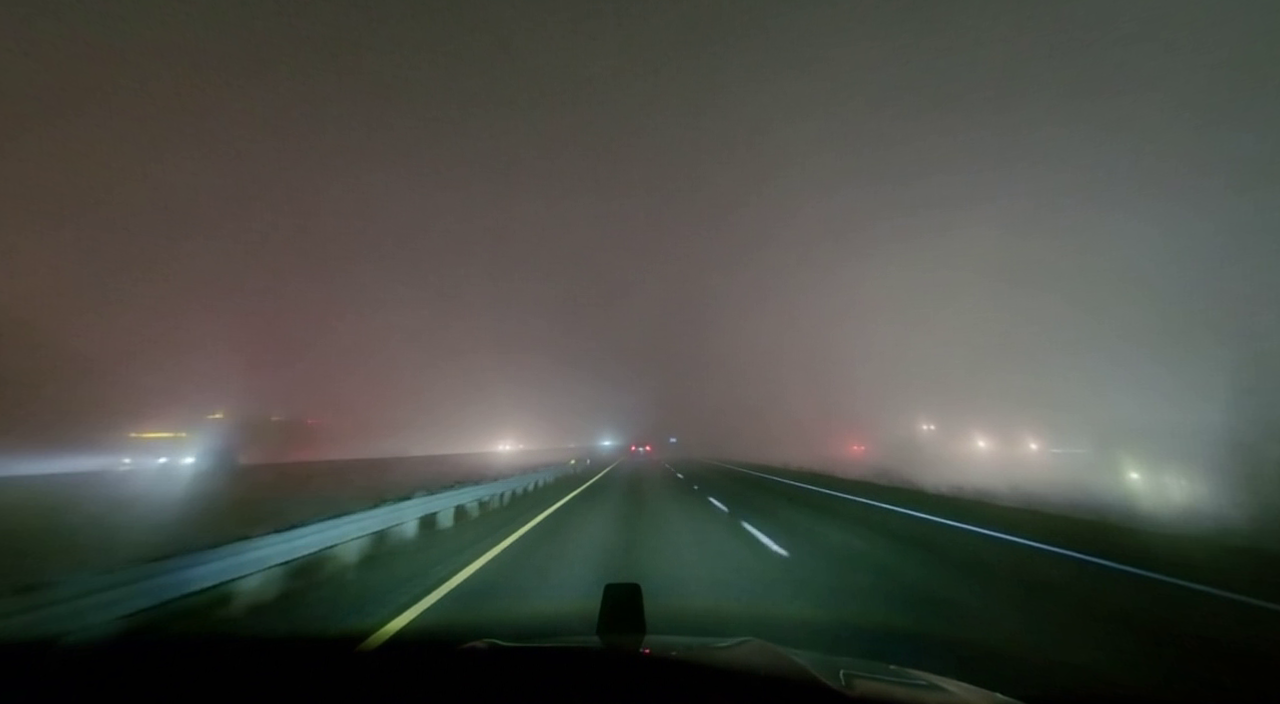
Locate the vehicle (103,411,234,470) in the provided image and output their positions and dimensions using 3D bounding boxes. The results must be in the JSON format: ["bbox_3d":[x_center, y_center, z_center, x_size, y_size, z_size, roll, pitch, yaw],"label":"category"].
[{"bbox_3d":[-32.677,6.229,44.258,2.995,3.749,7.908,0,-8,0],"label":"vehicle"}]
